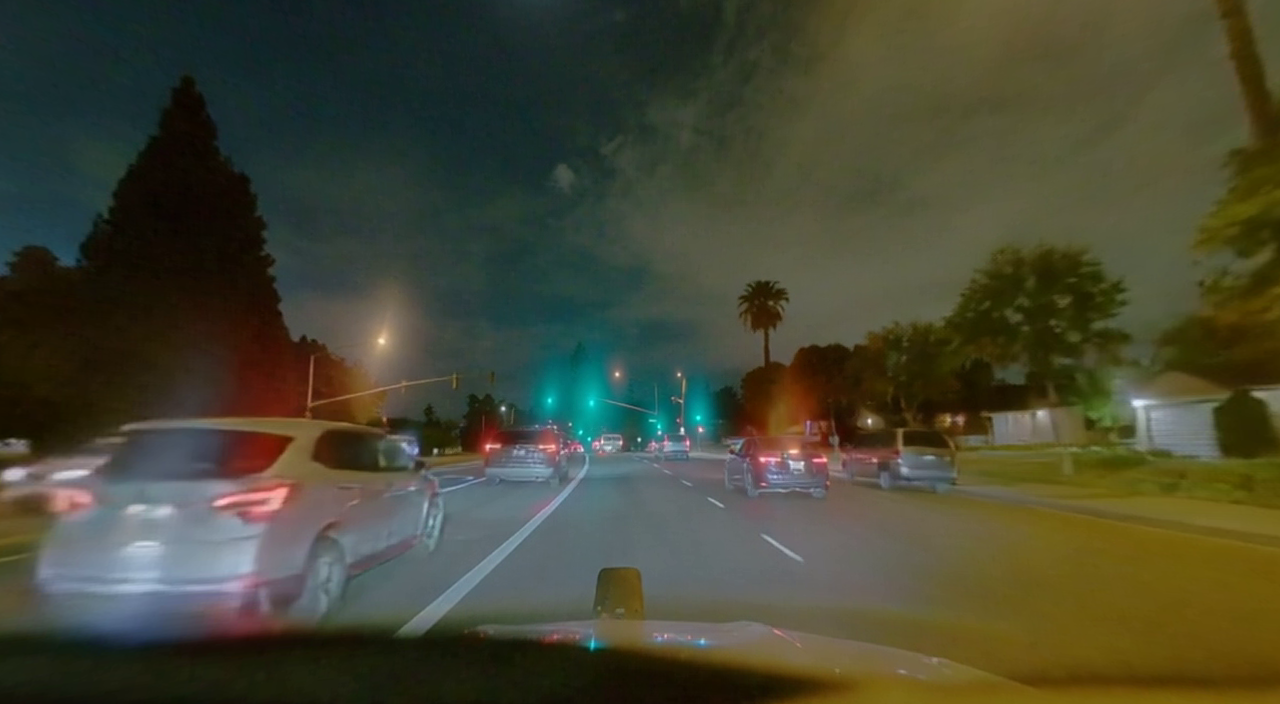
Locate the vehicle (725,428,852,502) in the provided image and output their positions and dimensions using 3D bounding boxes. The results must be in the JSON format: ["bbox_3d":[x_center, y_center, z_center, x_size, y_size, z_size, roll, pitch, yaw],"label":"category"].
[{"bbox_3d":[3.327,2.611,15.040,1.870,1.491,4.009,0,-8,-3],"label":"vehicle"}]

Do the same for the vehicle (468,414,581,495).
[{"bbox_3d":[-3.118,2.950,18.681,2.354,1.948,6.355,0,-8,-2],"label":"vehicle"}]

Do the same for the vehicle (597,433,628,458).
[{"bbox_3d":[-2.172,7.193,48.748,2.164,1.867,4.254,1,-8,-6],"label":"vehicle"}]

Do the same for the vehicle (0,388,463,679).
[{"bbox_3d":[-3.105,1.283,5.595,1.922,1.577,4.140,0,-8,-1],"label":"vehicle"}]

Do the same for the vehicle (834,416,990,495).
[{"bbox_3d":[6.971,2.690,16.796,2.011,1.805,4.260,0,-8,-4],"label":"vehicle"}]

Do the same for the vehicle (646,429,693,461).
[{"bbox_3d":[1.860,6.170,42.111,2.391,1.960,5.600,0,-8,-5],"label":"vehicle"}]
